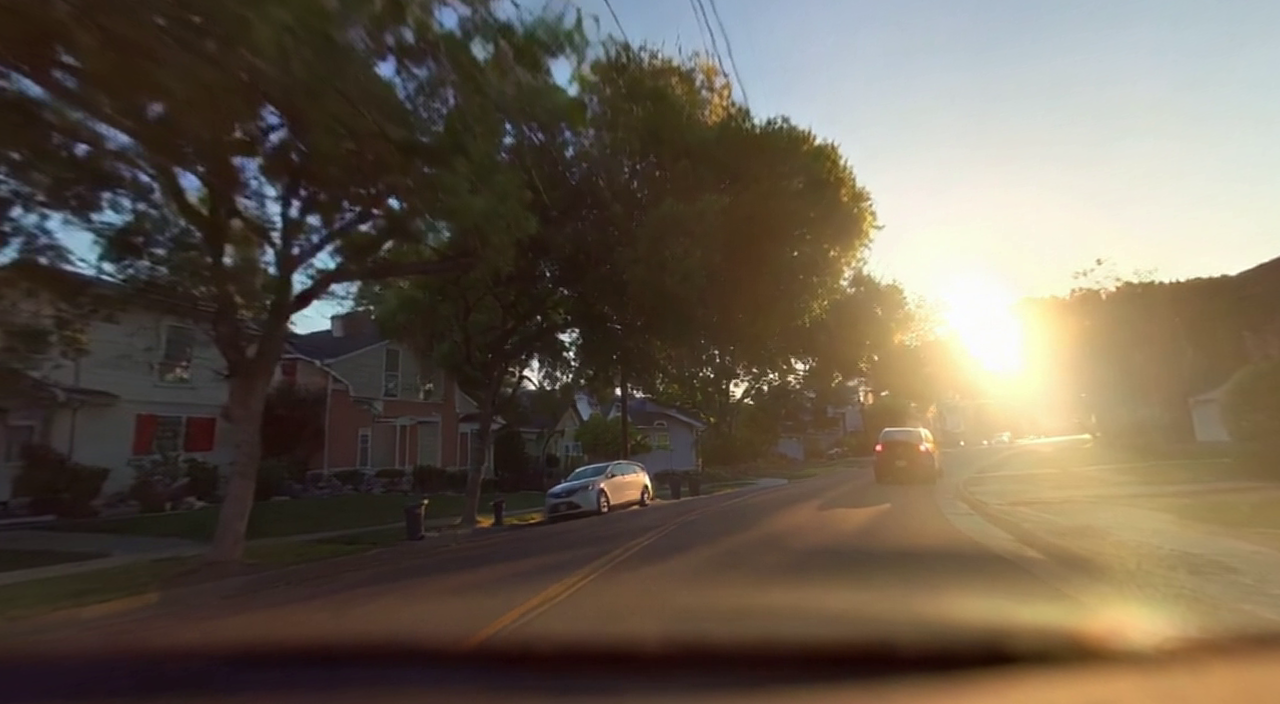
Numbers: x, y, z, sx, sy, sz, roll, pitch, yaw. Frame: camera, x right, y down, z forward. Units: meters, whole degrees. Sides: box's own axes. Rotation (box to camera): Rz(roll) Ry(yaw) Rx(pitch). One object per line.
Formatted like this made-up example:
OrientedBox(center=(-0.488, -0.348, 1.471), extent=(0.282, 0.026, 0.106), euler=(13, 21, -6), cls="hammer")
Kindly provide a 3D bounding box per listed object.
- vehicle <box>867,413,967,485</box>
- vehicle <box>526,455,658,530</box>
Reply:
OrientedBox(center=(8.881, 3.065, 20.026), extent=(2.086, 1.974, 4.890), euler=(-6, -10, 31), cls="vehicle")
OrientedBox(center=(-1.339, 4.254, 19.769), extent=(2.039, 1.949, 4.511), euler=(-5, -10, 27), cls="vehicle")
